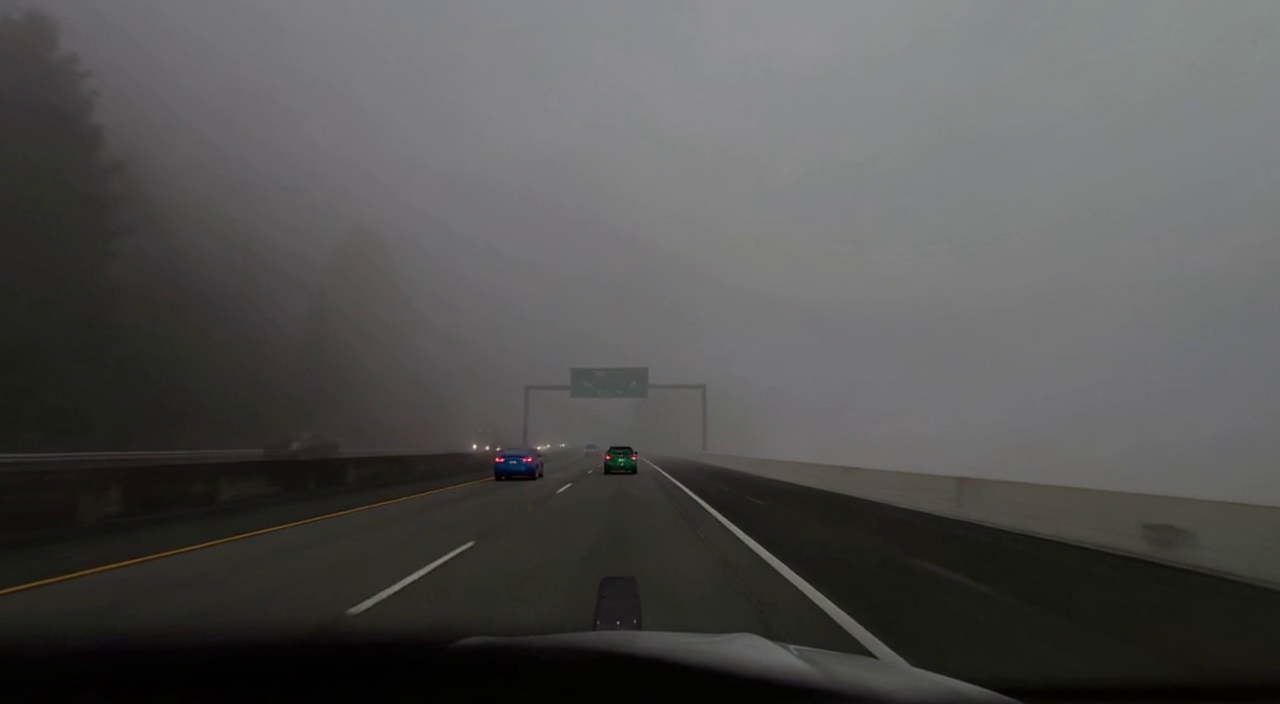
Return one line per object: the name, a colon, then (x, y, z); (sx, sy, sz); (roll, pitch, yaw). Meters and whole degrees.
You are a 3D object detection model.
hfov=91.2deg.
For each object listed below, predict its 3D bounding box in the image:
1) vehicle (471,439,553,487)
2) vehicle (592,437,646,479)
vehicle: (-4.722, 4.174, 23.841); (2.103, 1.588, 4.709); (-1, -9, 0)
vehicle: (-0.902, 4.670, 27.789); (2.220, 1.711, 4.056); (0, -9, -1)
